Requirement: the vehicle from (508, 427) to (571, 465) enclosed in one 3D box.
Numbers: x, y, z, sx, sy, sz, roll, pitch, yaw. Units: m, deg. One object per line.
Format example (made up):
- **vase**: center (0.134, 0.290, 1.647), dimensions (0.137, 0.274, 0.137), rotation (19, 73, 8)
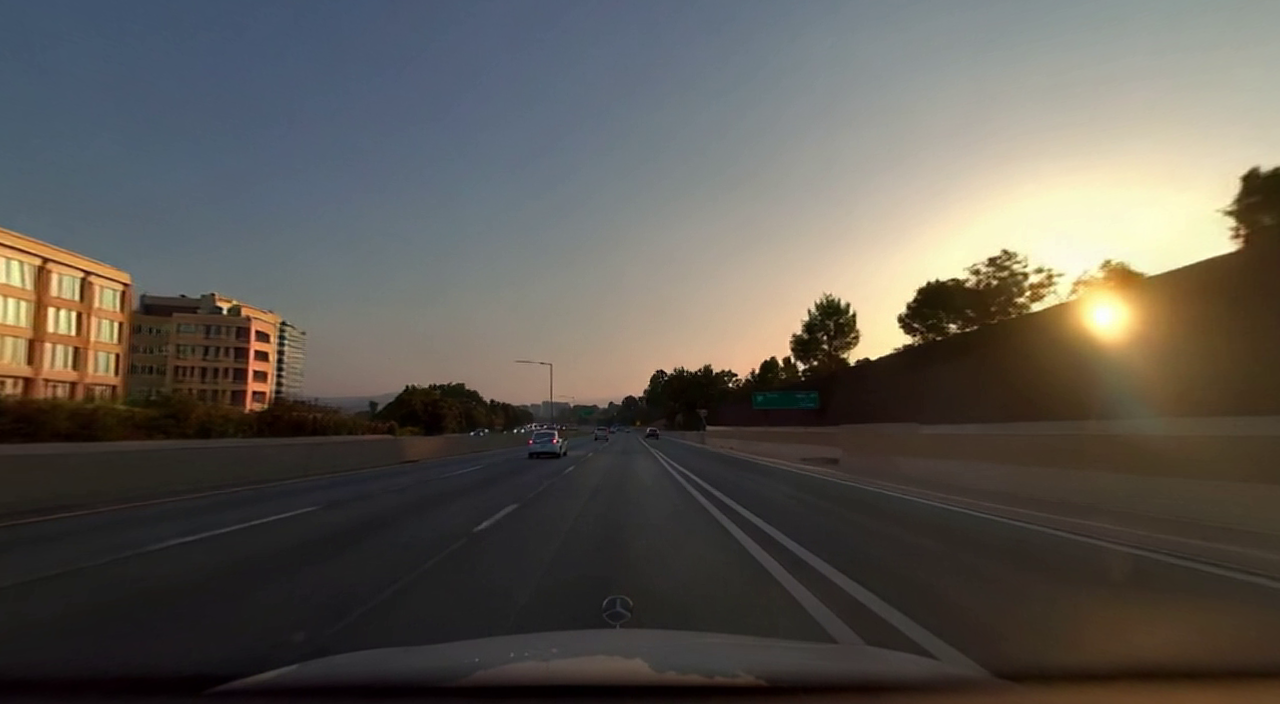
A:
- **vehicle**: center (-4.242, 4.054, 27.263), dimensions (1.996, 1.490, 4.571), rotation (0, -8, 0)
